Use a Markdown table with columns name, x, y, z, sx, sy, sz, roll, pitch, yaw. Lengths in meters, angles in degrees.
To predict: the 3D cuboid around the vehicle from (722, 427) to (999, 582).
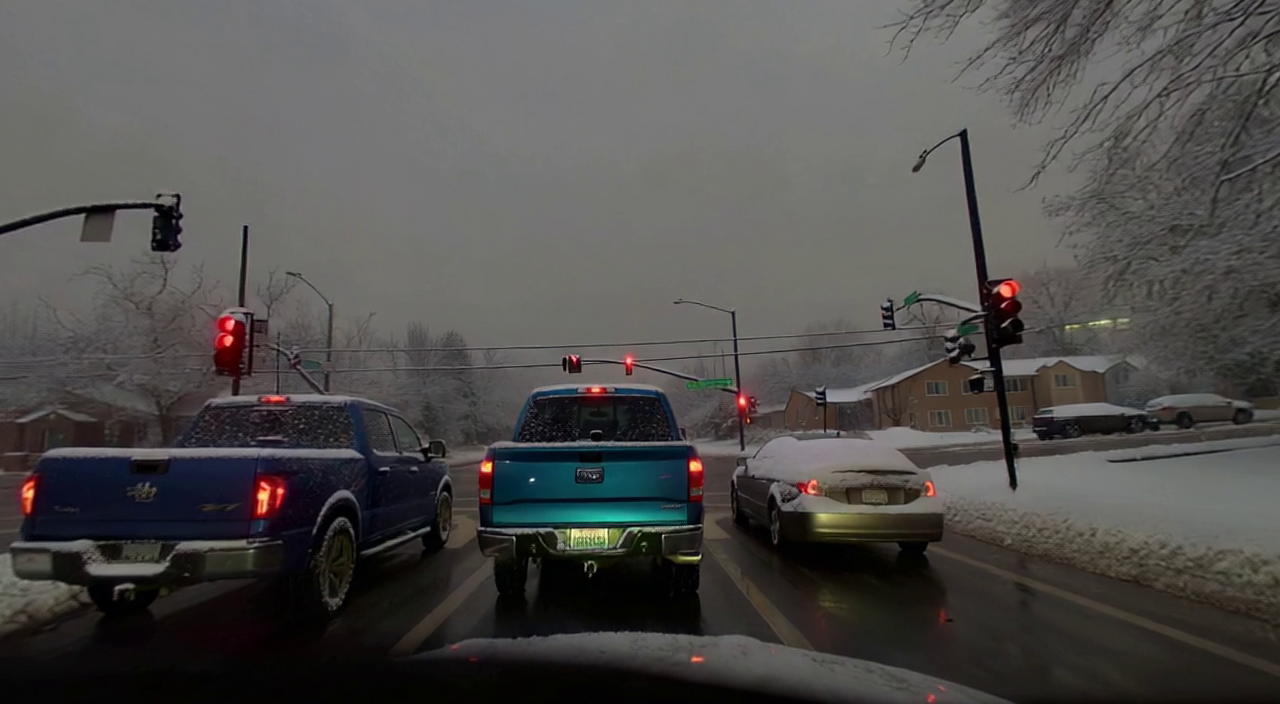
| name | x | y | z | sx | sy | sz | roll | pitch | yaw |
| --- | --- | --- | --- | --- | --- | --- | --- | --- | --- |
| vehicle | 2.421 | 1.803 | 8.332 | 2.016 | 1.481 | 4.336 | 0 | -9 | -1 |

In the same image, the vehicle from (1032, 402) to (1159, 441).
| name | x | y | z | sx | sy | sz | roll | pitch | yaw |
| --- | --- | --- | --- | --- | --- | --- | --- | --- | --- |
| vehicle | 23.302 | 3.592 | 32.472 | 4.721 | 1.866 | 2.188 | 0 | -9 | 2 |

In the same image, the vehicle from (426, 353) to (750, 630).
| name | x | y | z | sx | sy | sz | roll | pitch | yaw |
| --- | --- | --- | --- | --- | --- | --- | --- | --- | --- |
| vehicle | -0.389 | 1.309 | 6.771 | 2.282 | 1.964 | 4.421 | 0 | -9 | -1 |

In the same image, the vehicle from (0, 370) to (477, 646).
| name | x | y | z | sx | sy | sz | roll | pitch | yaw |
| --- | --- | --- | --- | --- | --- | --- | --- | --- | --- |
| vehicle | -3.458 | 1.414 | 6.850 | 2.146 | 1.828 | 5.148 | 0 | -9 | -2 |

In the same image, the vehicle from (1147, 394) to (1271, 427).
| name | x | y | z | sx | sy | sz | roll | pitch | yaw |
| --- | --- | --- | --- | --- | --- | --- | --- | --- | --- |
| vehicle | 29.340 | 3.043 | 32.662 | 4.540 | 1.543 | 1.803 | 0 | -9 | 1 |
